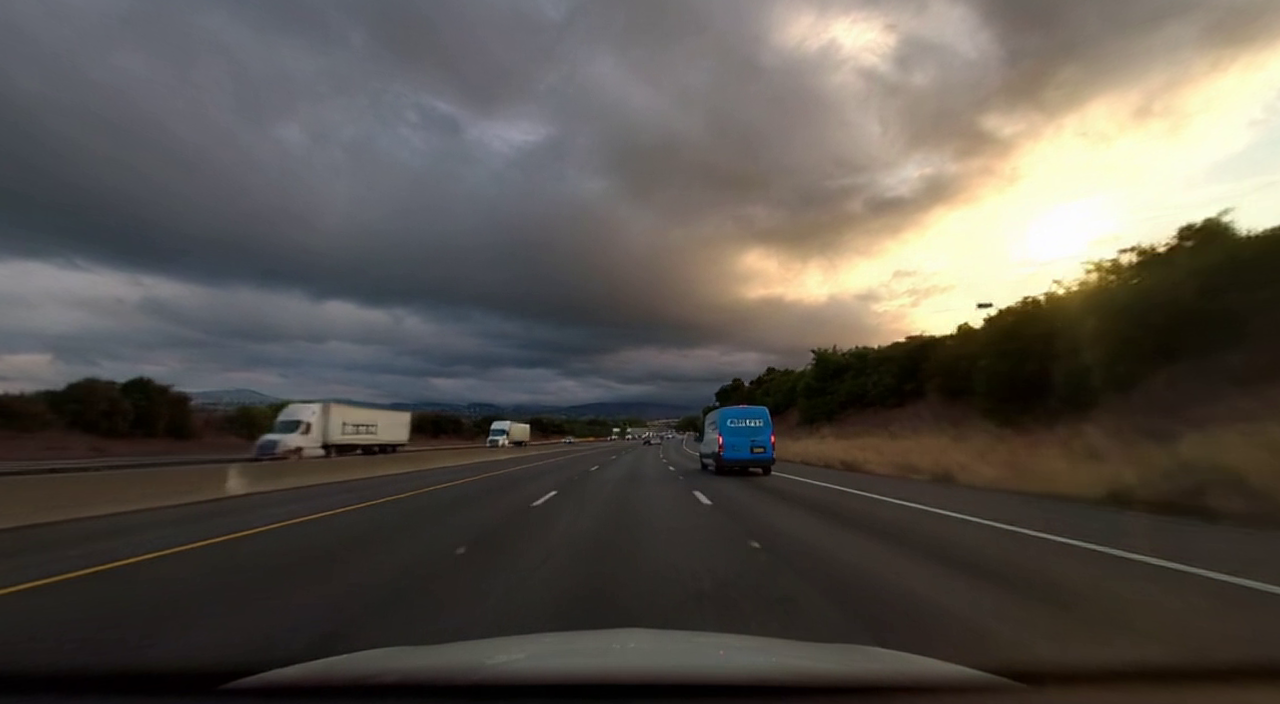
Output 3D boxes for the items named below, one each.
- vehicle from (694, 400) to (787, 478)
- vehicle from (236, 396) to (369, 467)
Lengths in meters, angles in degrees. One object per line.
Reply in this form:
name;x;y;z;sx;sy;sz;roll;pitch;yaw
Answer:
vehicle;3.616;3.323;24.014;2.485;2.562;5.535;0;-8;-1
vehicle;-22.119;5.408;42.238;2.992;4.136;10.324;-1;-8;1
